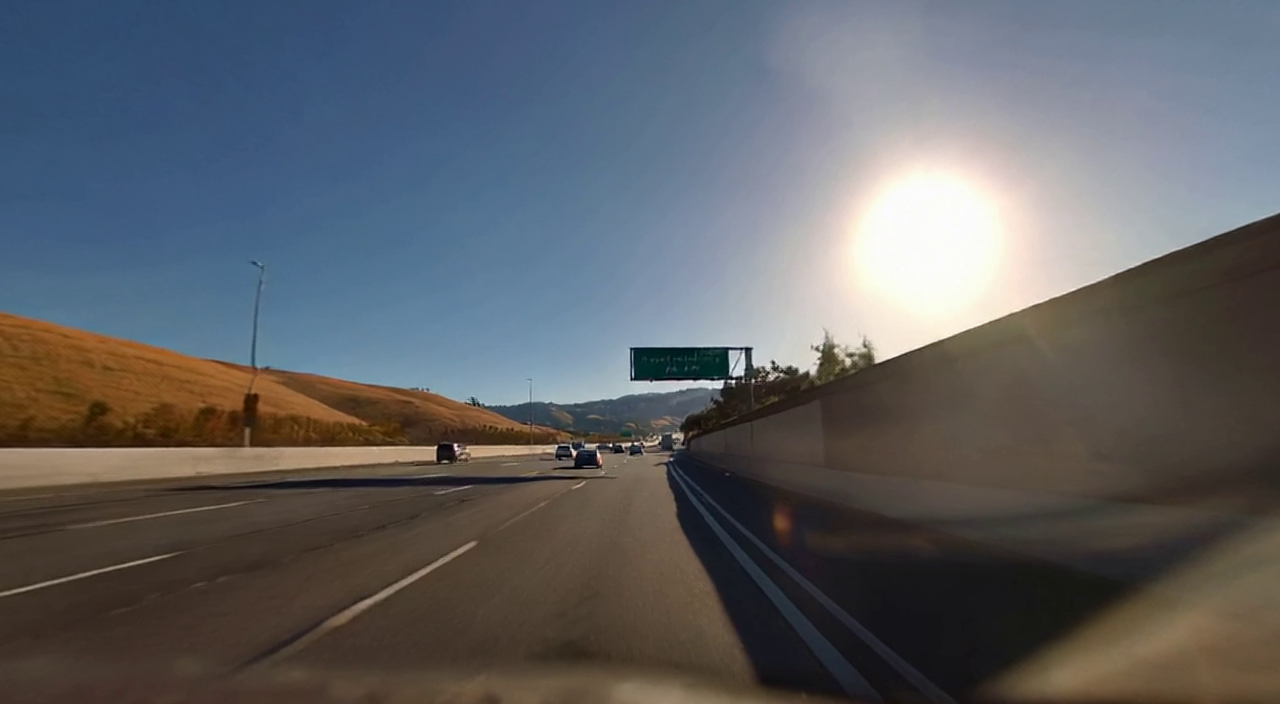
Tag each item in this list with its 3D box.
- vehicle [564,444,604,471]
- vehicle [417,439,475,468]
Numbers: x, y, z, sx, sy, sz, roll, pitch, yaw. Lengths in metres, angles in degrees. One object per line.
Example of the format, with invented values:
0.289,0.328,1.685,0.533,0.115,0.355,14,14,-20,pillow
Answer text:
-3.300,6.326,38.131,1.931,1.492,4.076,0,-8,2,vehicle
-12.667,6.672,41.568,2.076,1.766,4.831,0,-8,2,vehicle
